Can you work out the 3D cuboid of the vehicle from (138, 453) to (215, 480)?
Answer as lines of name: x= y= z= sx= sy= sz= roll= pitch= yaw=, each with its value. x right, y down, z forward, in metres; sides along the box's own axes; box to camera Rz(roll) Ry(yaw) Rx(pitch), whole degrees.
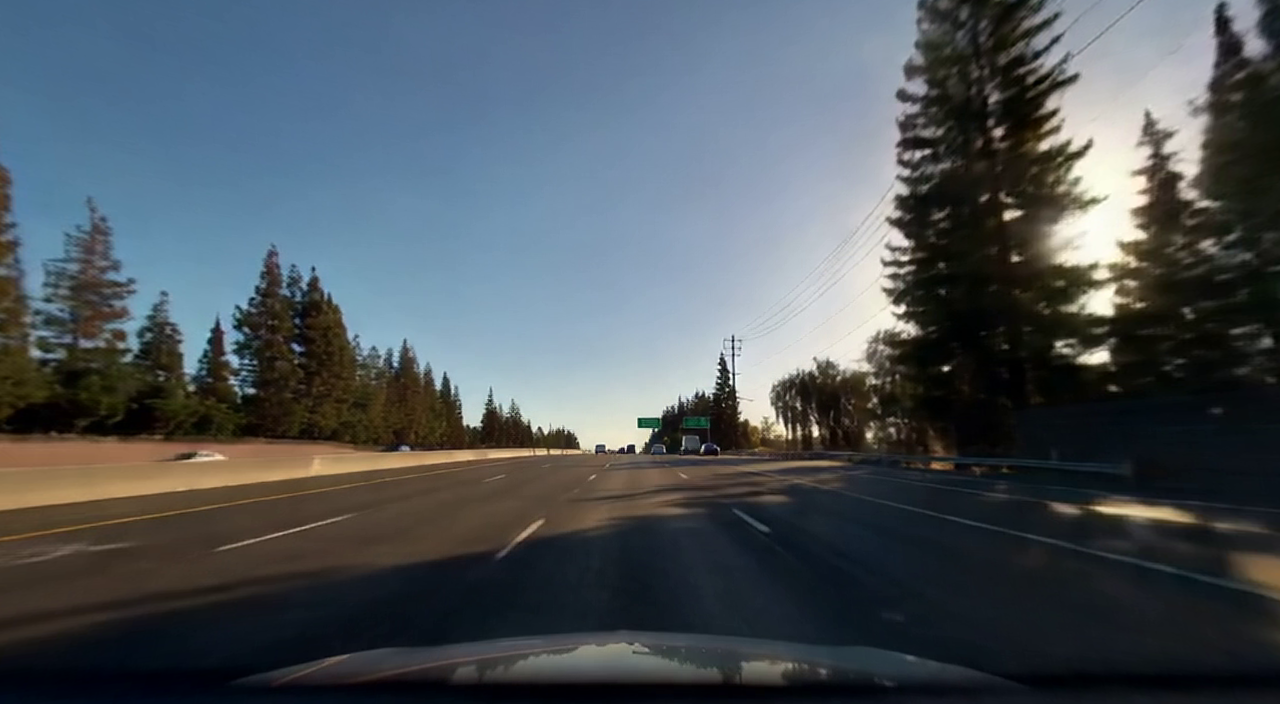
vehicle: x=-28.420 y=7.025 z=38.911 sx=1.755 sy=1.484 sz=3.979 roll=0 pitch=-9 yaw=-1
